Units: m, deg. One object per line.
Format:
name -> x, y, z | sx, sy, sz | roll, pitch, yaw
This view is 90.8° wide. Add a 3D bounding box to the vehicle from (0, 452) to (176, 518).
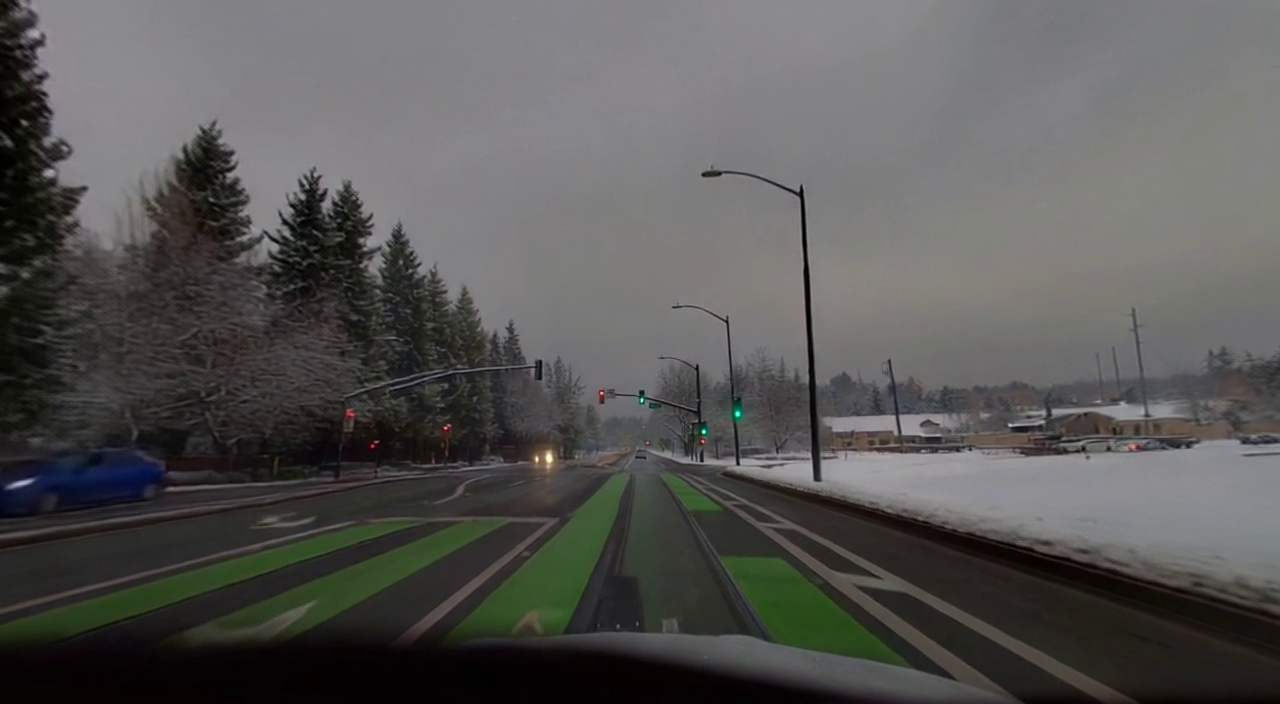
vehicle -> -15.694, 3.603, 17.671 | 1.910, 1.544, 4.387 | 0, -8, 3
